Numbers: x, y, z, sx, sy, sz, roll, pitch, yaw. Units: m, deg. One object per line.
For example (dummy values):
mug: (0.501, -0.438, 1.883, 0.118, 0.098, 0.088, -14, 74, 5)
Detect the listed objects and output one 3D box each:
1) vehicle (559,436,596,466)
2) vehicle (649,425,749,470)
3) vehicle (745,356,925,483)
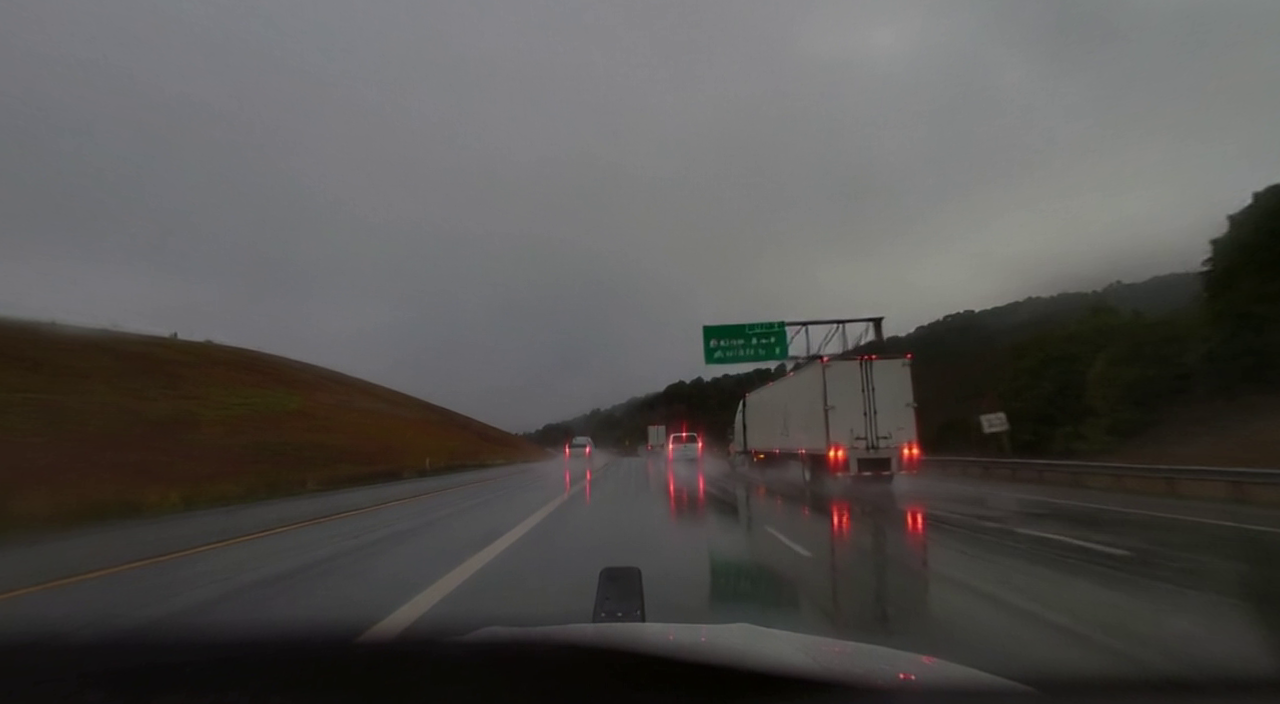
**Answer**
vehicle: (-4.346, 6.992, 44.794, 2.193, 1.977, 4.759, 0, -8, 0)
vehicle: (3.089, 5.156, 34.094, 5.075, 2.277, 2.365, 0, -8, -3)
vehicle: (7.762, 3.414, 29.027, 2.935, 4.187, 16.357, 0, -8, -1)
